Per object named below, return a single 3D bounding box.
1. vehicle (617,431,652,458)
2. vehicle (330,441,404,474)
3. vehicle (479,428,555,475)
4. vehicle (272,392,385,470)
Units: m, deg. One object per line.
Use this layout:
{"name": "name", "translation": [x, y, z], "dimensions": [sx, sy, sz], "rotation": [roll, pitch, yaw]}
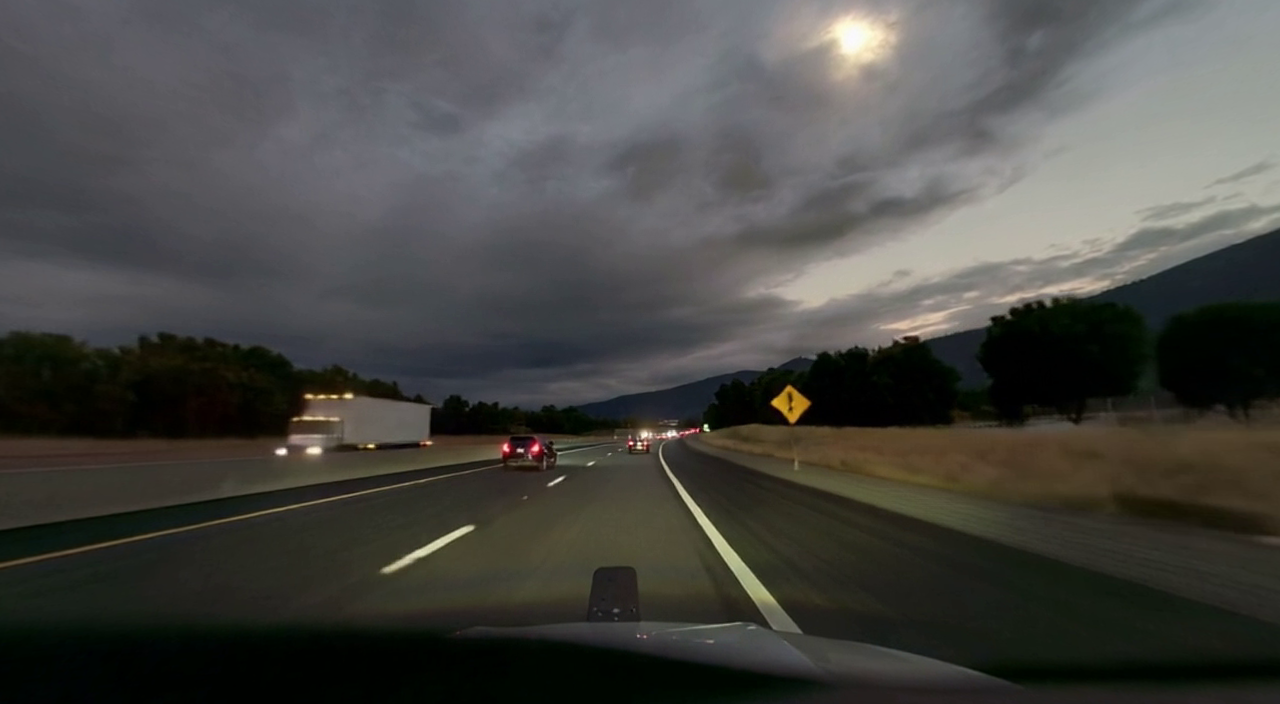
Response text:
{"name": "vehicle", "translation": [-0.338, 5.993, 40.767], "dimensions": [2.146, 1.636, 4.026], "rotation": [0, -8, -1]}
{"name": "vehicle", "translation": [-13.107, 5.065, 30.491], "dimensions": [1.838, 1.423, 3.884], "rotation": [-1, -8, 1]}
{"name": "vehicle", "translation": [-4.741, 3.908, 24.886], "dimensions": [2.075, 1.653, 4.317], "rotation": [-1, -8, 1]}
{"name": "vehicle", "translation": [-17.399, 4.509, 35.685], "dimensions": [3.120, 3.985, 5.992], "rotation": [-1, -8, 1]}
